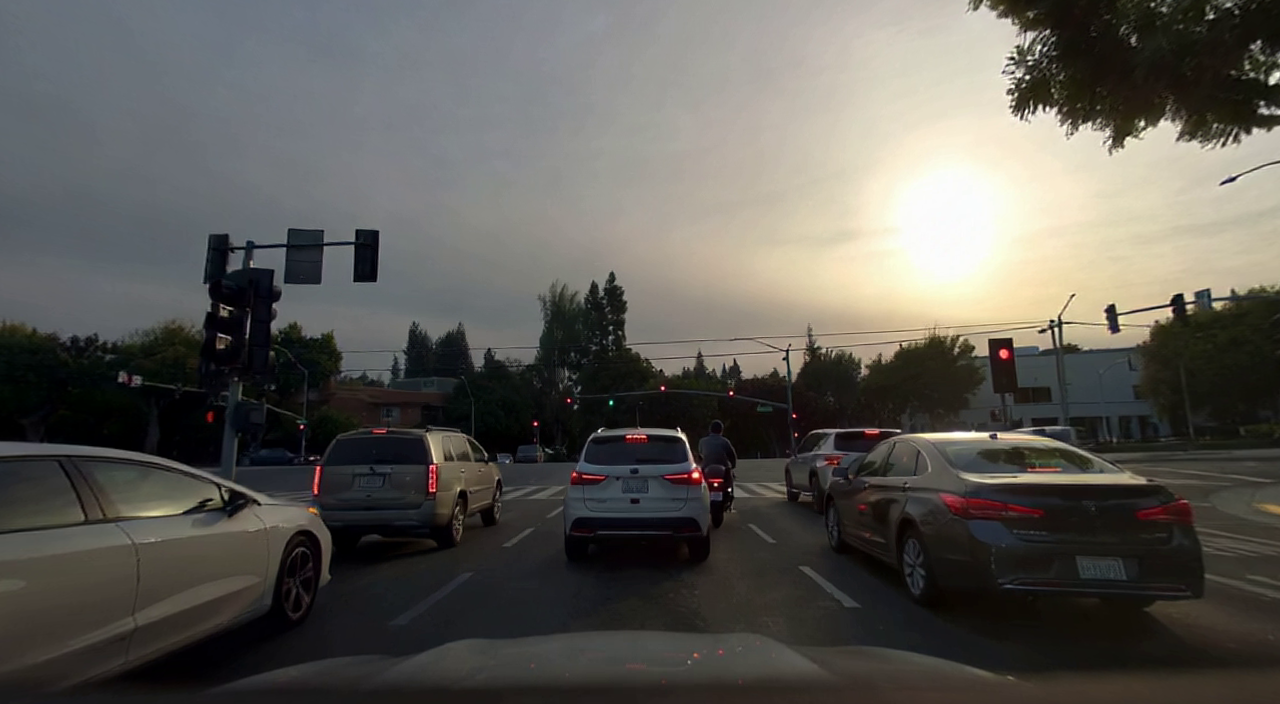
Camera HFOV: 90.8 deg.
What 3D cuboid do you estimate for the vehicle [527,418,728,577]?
[{"bbox_3d":[-0.092,1.803,8.549,2.106,1.655,3.717,0,-8,1],"label":"vehicle"}]

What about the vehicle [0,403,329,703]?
[{"bbox_3d":[-3.348,0.948,2.377,1.863,1.495,4.667,0,-8,2],"label":"vehicle"}]

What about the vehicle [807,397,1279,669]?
[{"bbox_3d":[3.233,1.441,6.190,2.006,1.659,4.462,0,-8,1],"label":"vehicle"}]

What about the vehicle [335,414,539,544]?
[{"bbox_3d":[-3.219,2.113,11.159,2.048,1.805,4.405,0,-8,1],"label":"vehicle"}]
